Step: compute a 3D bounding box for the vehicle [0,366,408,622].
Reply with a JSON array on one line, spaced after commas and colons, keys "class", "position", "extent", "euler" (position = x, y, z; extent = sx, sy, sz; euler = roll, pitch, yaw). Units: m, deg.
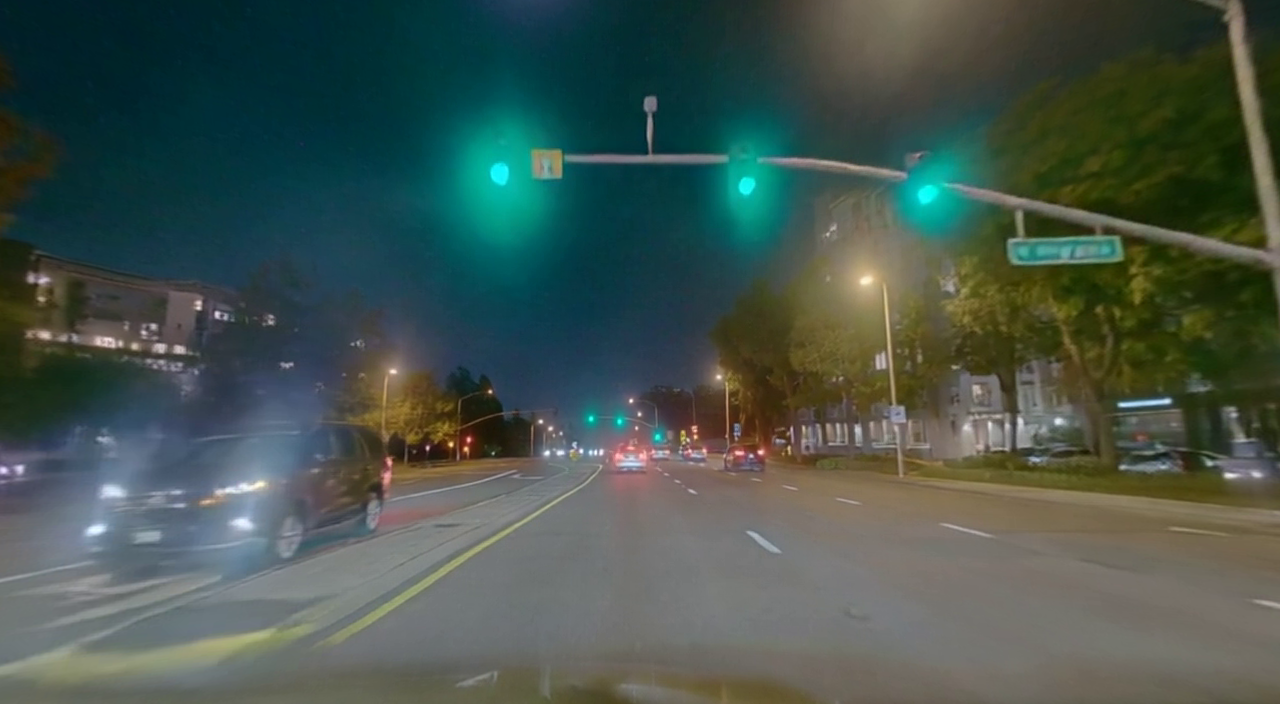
[{"class": "vehicle", "position": [-5.189, 1.657, 8.261], "extent": [2.145, 2.041, 6.064], "euler": [-2, -9, -1]}]

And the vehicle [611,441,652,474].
[{"class": "vehicle", "position": [-0.509, 5.711, 34.415], "extent": [2.101, 1.641, 4.341], "euler": [0, -8, -2]}]

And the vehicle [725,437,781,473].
[{"class": "vehicle", "position": [6.453, 5.982, 36.857], "extent": [2.052, 1.886, 5.297], "euler": [0, -8, -3]}]

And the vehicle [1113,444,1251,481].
[{"class": "vehicle", "position": [26.245, 5.349, 30.713], "extent": [4.843, 1.628, 2.063], "euler": [0, -8, -3]}]
